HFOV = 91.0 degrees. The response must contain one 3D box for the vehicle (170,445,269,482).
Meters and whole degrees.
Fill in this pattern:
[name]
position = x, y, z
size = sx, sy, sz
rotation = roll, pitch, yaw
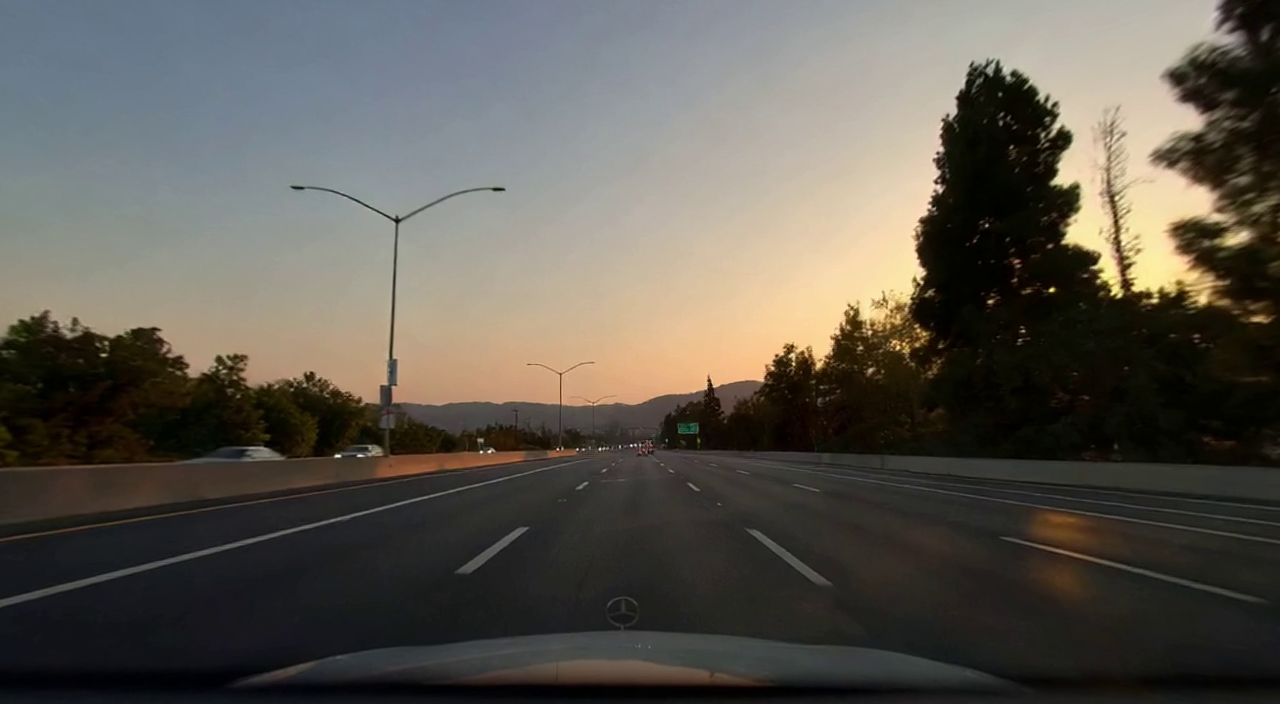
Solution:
[vehicle]
position = -17.771, 4.711, 26.843
size = 1.644, 1.462, 3.713
rotation = 0, -9, 0
